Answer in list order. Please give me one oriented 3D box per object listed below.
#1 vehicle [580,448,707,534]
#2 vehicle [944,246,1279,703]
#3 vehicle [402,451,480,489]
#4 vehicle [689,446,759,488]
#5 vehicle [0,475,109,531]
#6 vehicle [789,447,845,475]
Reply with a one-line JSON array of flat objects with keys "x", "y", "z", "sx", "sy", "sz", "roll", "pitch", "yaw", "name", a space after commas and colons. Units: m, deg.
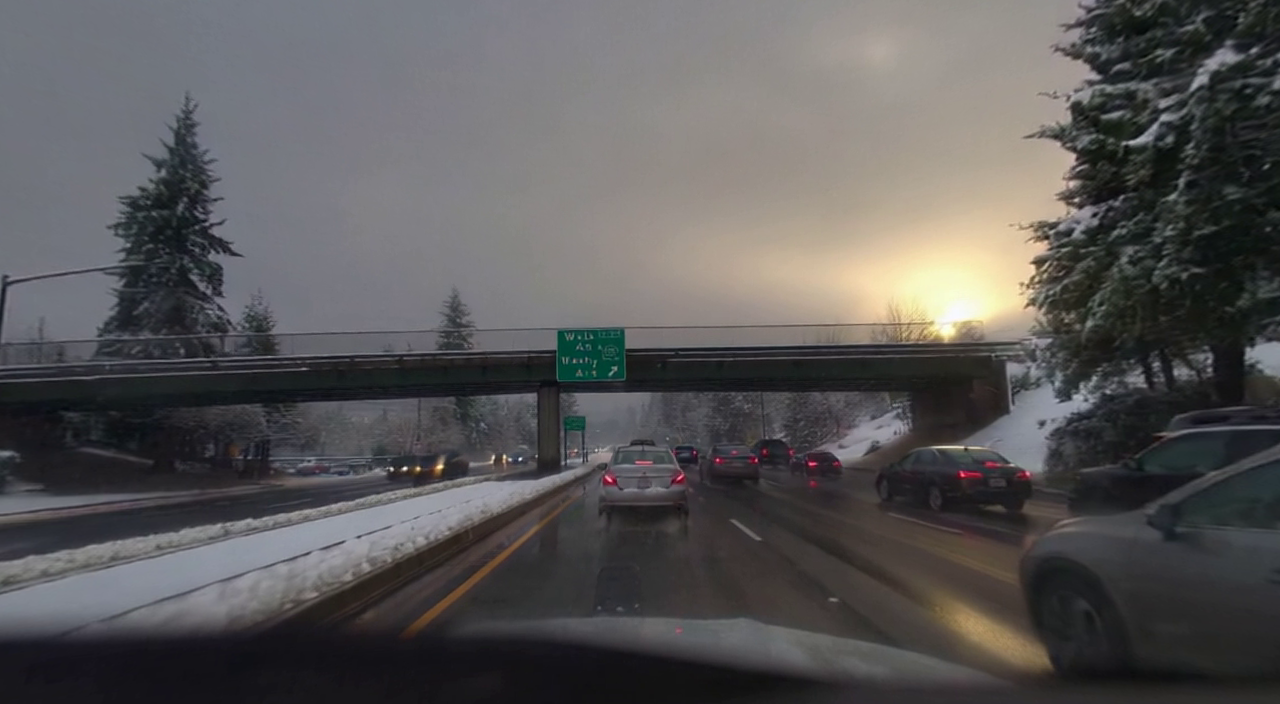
[{"x": 0.037, "y": 2.519, "z": 12.017, "sx": 2.027, "sy": 1.341, "sz": 3.775, "roll": 0, "pitch": -9, "yaw": -1, "name": "vehicle"}, {"x": 3.494, "y": 0.569, "z": 1.416, "sx": 2.719, "sy": 2.033, "sz": 5.876, "roll": 0, "pitch": -9, "yaw": 0, "name": "vehicle"}, {"x": -8.813, "y": 5.243, "z": 28.471, "sx": 2.010, "sy": 1.524, "sz": 4.705, "roll": 0, "pitch": -9, "yaw": 0, "name": "vehicle"}, {"x": 3.115, "y": 4.349, "z": 24.253, "sx": 1.962, "sy": 1.431, "sz": 4.205, "roll": 0, "pitch": -9, "yaw": -2, "name": "vehicle"}, {"x": -19.177, "y": 4.604, "z": 19.400, "sx": 1.816, "sy": 1.415, "sz": 4.605, "roll": 0, "pitch": -9, "yaw": -1, "name": "vehicle"}, {"x": 9.799, "y": 6.056, "z": 35.264, "sx": 1.839, "sy": 1.453, "sz": 3.992, "roll": 0, "pitch": -9, "yaw": -1, "name": "vehicle"}]
